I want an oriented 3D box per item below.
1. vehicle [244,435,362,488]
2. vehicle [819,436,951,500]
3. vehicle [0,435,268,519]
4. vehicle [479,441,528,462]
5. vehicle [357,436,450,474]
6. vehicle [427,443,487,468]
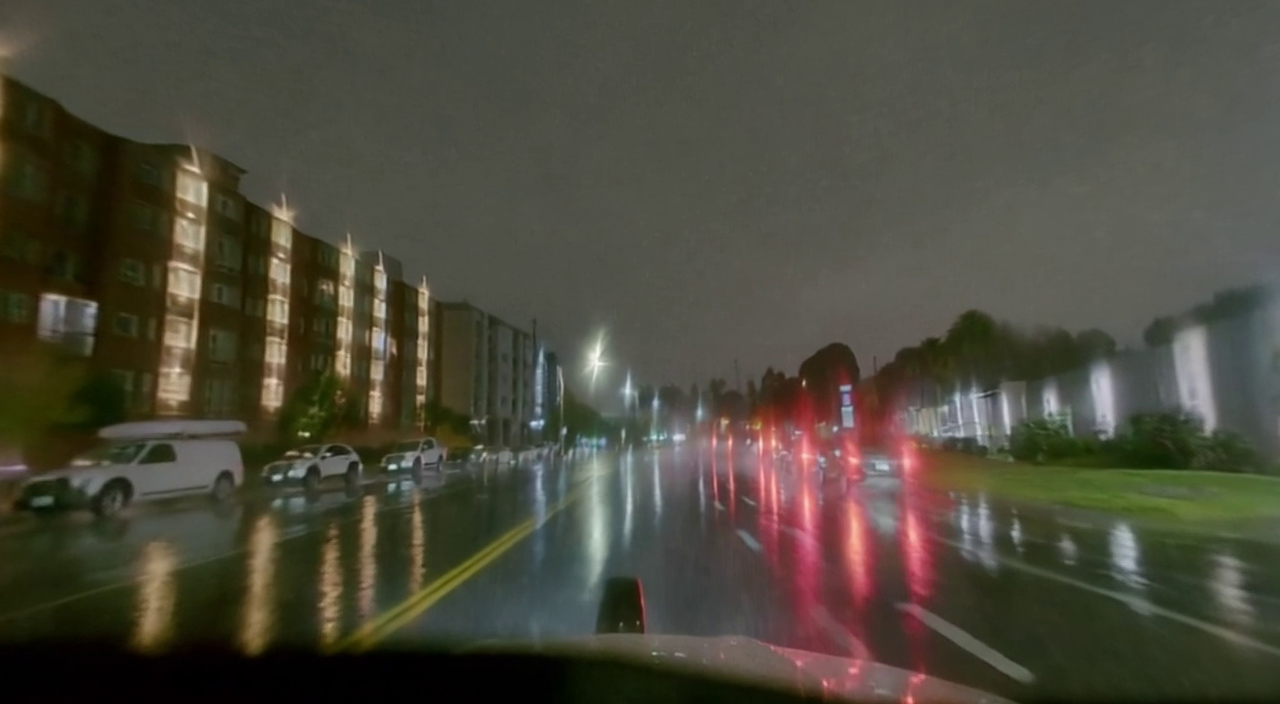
[{"bbox_3d":[-12.723,4.139,24.254,2.001,1.836,4.471,0,-8,1],"label":"vehicle"},{"bbox_3d":[6.352,3.035,17.023,1.947,1.487,4.549,0,-8,3],"label":"vehicle"},{"bbox_3d":[-12.734,3.127,16.631,2.290,1.799,5.801,0,-8,0],"label":"vehicle"},{"bbox_3d":[-10.101,7.375,47.032,1.873,1.467,4.644,-2,-8,10],"label":"vehicle"},{"bbox_3d":[-12.219,5.359,33.180,2.137,1.835,5.833,-1,-8,6],"label":"vehicle"},{"bbox_3d":[-11.341,6.402,39.496,1.829,1.449,4.713,-1,-8,7],"label":"vehicle"}]
